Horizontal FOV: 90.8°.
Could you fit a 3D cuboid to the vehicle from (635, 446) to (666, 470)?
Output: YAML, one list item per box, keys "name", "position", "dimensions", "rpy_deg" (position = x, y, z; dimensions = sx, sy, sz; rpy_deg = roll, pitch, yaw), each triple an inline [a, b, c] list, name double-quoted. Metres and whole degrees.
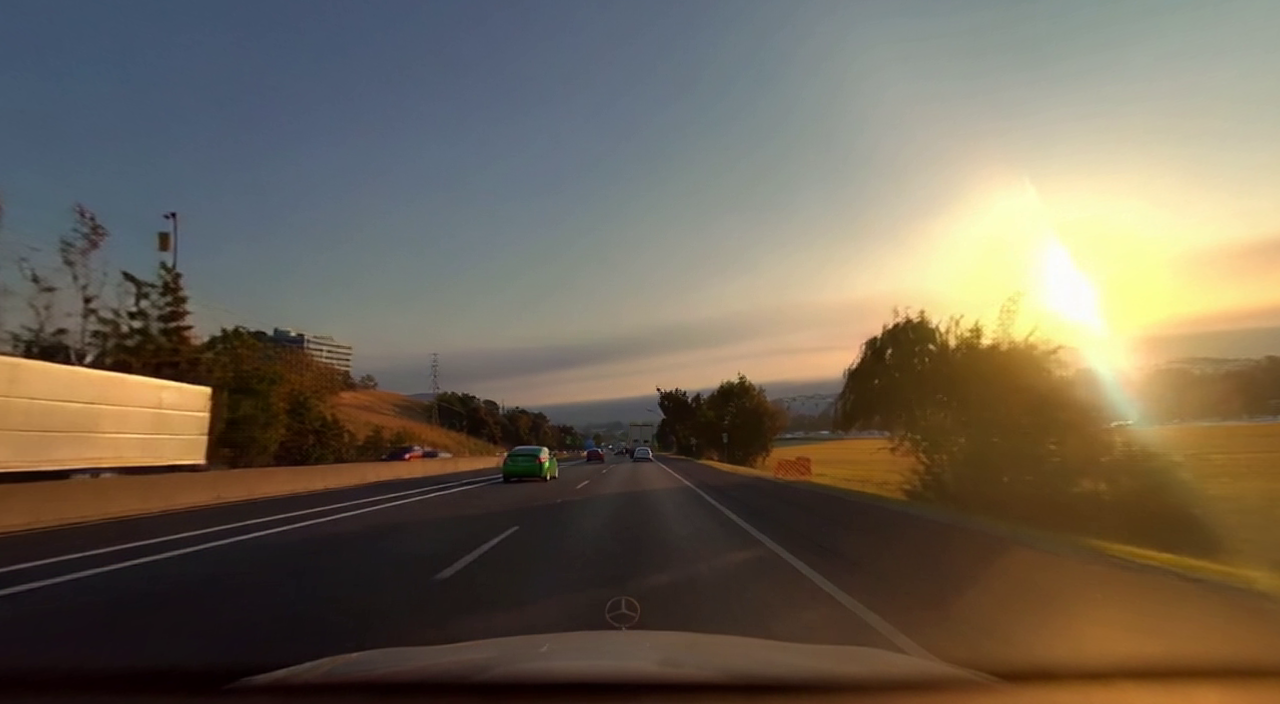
- name: "vehicle"
  position: [0.673, 7.380, 44.089]
  dimensions: [1.992, 1.593, 3.937]
  rpy_deg: [0, -9, -1]

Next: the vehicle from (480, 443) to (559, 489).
- name: "vehicle"
  position: [-4.337, 4.186, 23.437]
  dimensions: [2.172, 1.548, 3.953]
  rpy_deg: [0, -9, -1]

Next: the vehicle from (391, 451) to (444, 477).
- name: "vehicle"
  position: [-12.561, 6.329, 35.843]
  dimensions: [1.718, 1.426, 3.578]
  rpy_deg: [0, -9, 0]

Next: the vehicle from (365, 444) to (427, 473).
- name: "vehicle"
  position: [-17.102, 7.486, 44.498]
  dimensions: [2.376, 1.864, 4.898]
  rpy_deg: [0, -9, 0]

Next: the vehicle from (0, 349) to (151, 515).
- name: "vehicle"
  position: [-17.120, 1.581, 13.024]
  dimensions: [2.889, 4.027, 13.945]
  rpy_deg: [0, -9, 0]
